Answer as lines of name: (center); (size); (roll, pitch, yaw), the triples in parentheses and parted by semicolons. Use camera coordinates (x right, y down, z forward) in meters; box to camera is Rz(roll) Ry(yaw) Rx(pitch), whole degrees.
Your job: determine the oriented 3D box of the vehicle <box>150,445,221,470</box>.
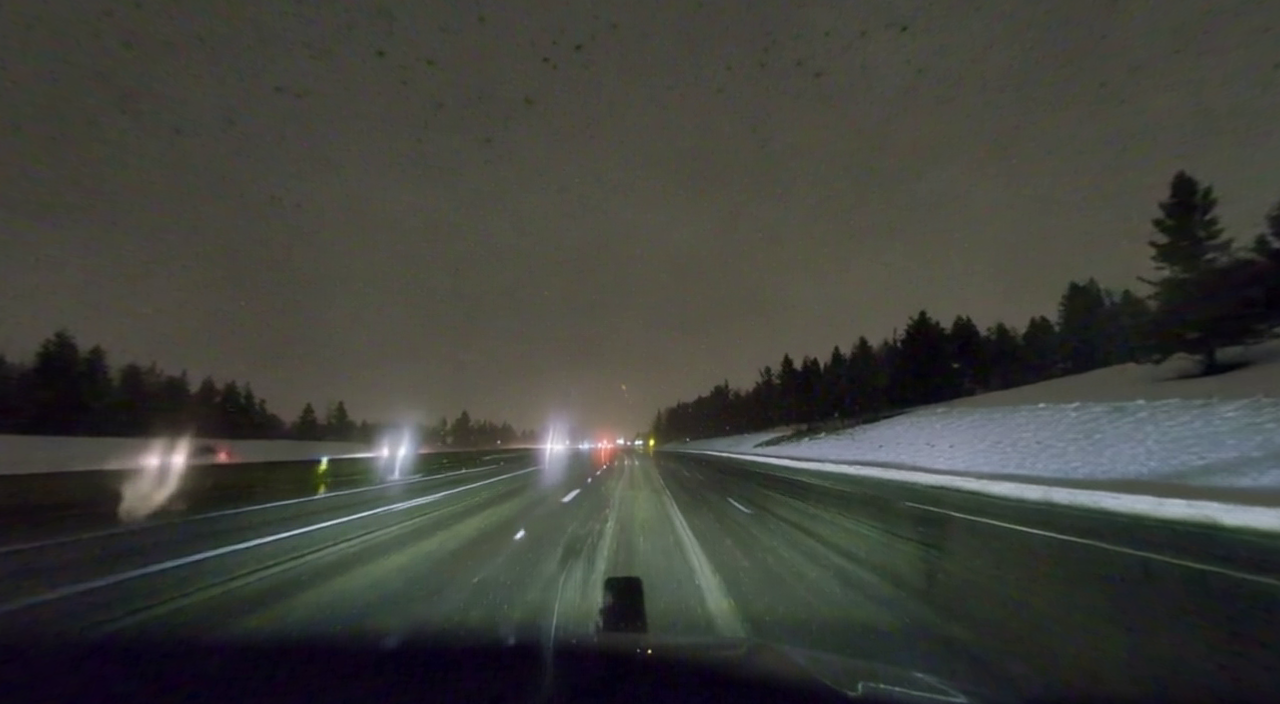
vehicle: (-33.046, 7.644, 45.802); (1.898, 1.680, 4.533); (0, -8, -2)
